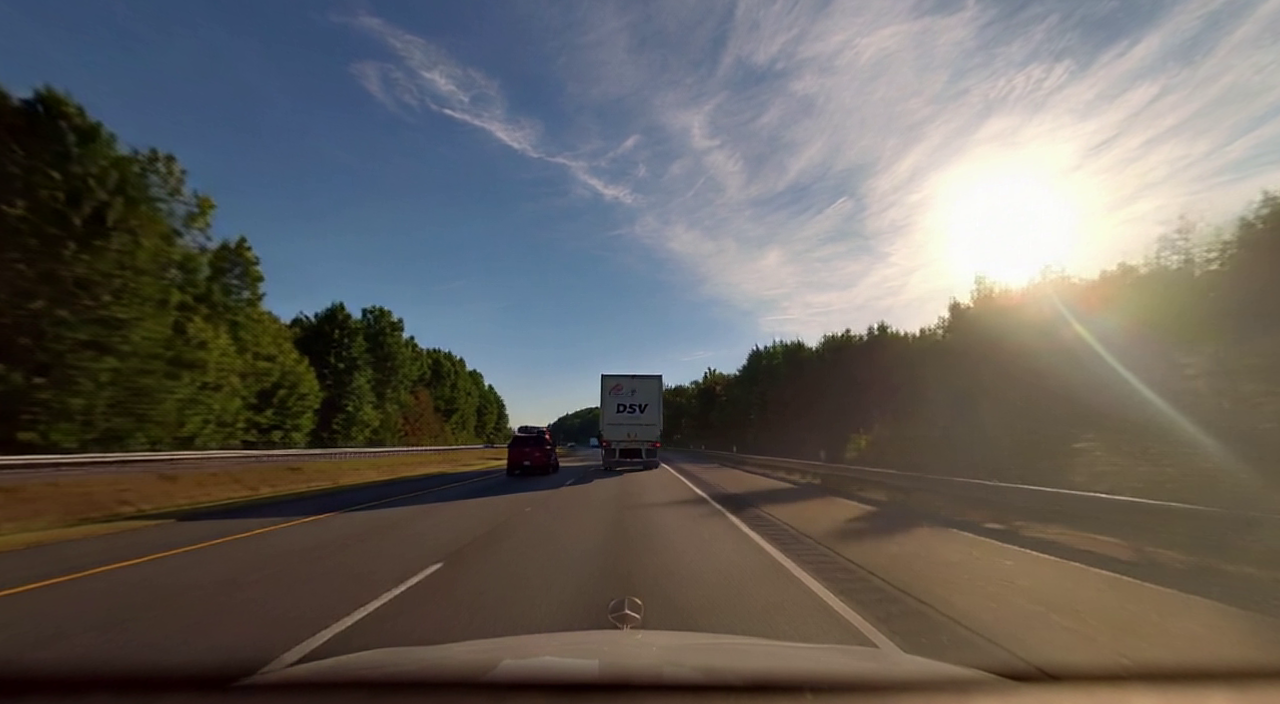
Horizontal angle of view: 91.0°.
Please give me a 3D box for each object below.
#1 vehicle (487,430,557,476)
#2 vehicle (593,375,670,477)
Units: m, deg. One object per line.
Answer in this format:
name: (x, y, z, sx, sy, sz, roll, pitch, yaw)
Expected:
vehicle: (-4.876, 4.259, 26.793, 2.086, 1.778, 4.544, 0, -8, 0)
vehicle: (-0.431, 3.602, 29.727, 2.969, 3.957, 10.270, 0, -8, -1)
